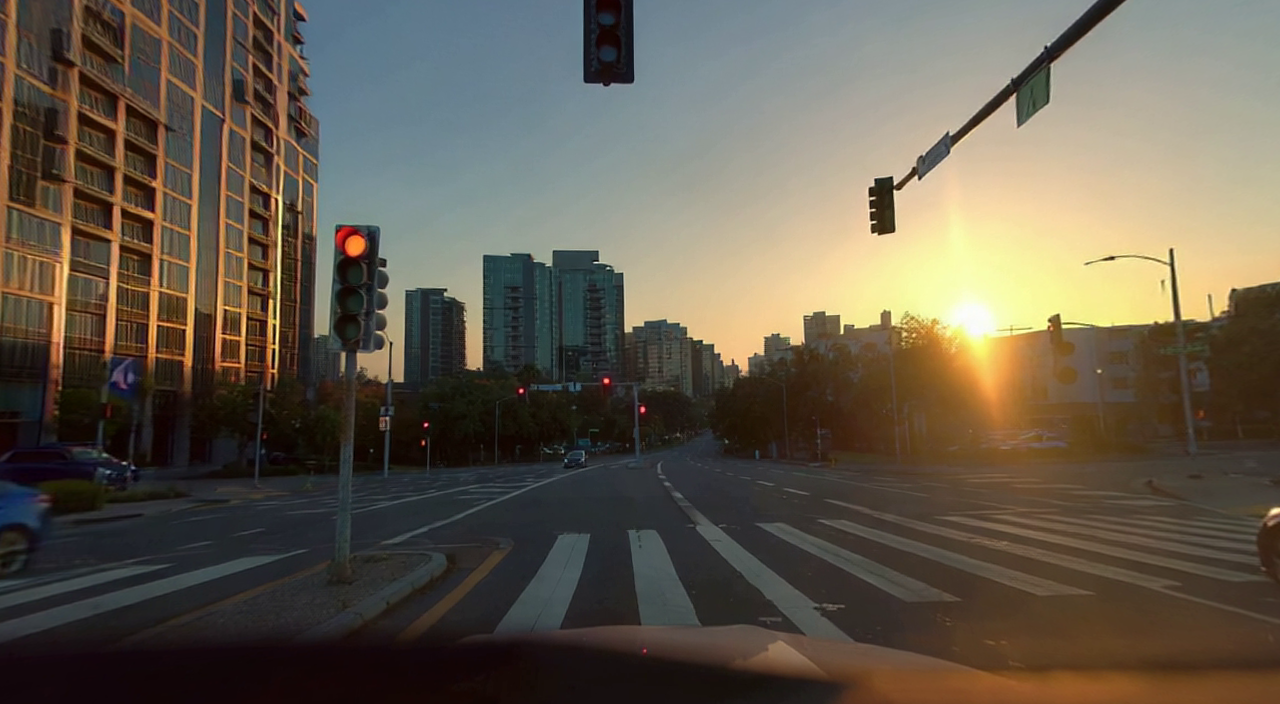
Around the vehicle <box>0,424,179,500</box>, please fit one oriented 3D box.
[{"bbox_3d":[-25.000,4.815,27.565,7.088,3.096,2.678,0,-9,-2],"label":"vehicle"}]
